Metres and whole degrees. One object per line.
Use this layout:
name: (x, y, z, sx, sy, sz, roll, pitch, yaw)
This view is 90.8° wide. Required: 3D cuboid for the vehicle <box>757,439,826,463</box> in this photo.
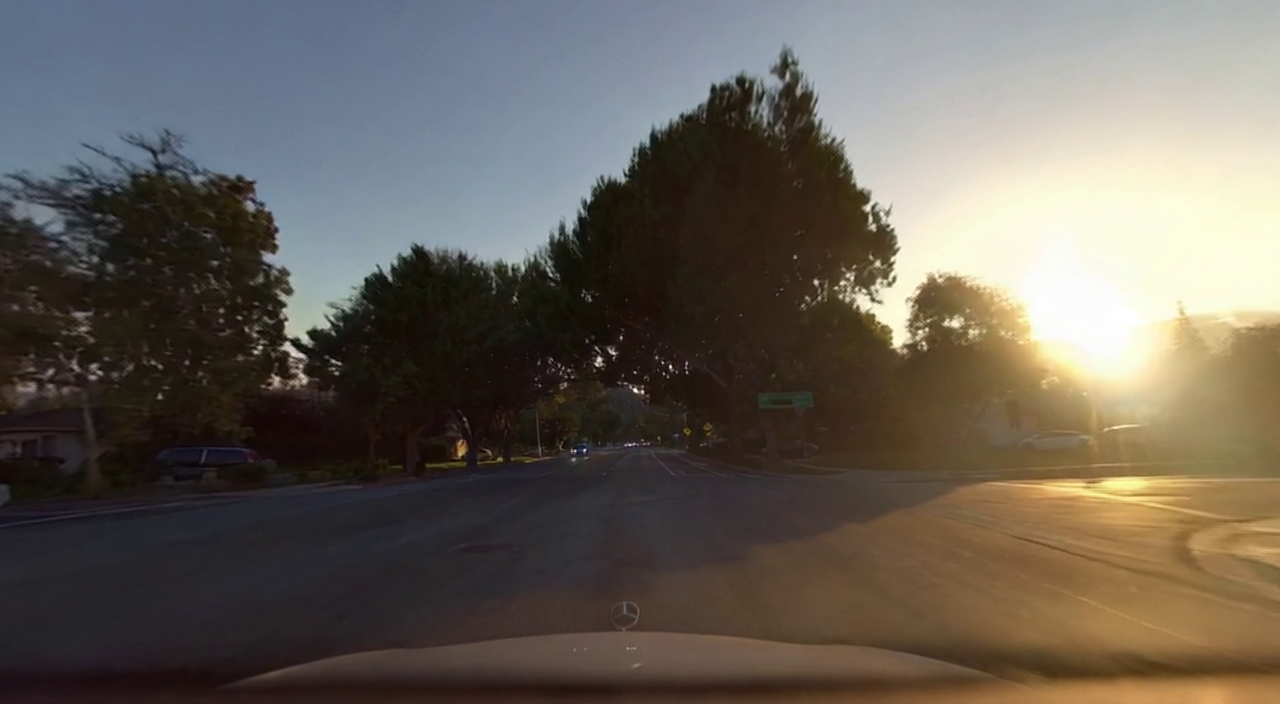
vehicle: (11.702, 7.714, 49.071, 4.782, 1.494, 1.963, -4, -9, 0)
